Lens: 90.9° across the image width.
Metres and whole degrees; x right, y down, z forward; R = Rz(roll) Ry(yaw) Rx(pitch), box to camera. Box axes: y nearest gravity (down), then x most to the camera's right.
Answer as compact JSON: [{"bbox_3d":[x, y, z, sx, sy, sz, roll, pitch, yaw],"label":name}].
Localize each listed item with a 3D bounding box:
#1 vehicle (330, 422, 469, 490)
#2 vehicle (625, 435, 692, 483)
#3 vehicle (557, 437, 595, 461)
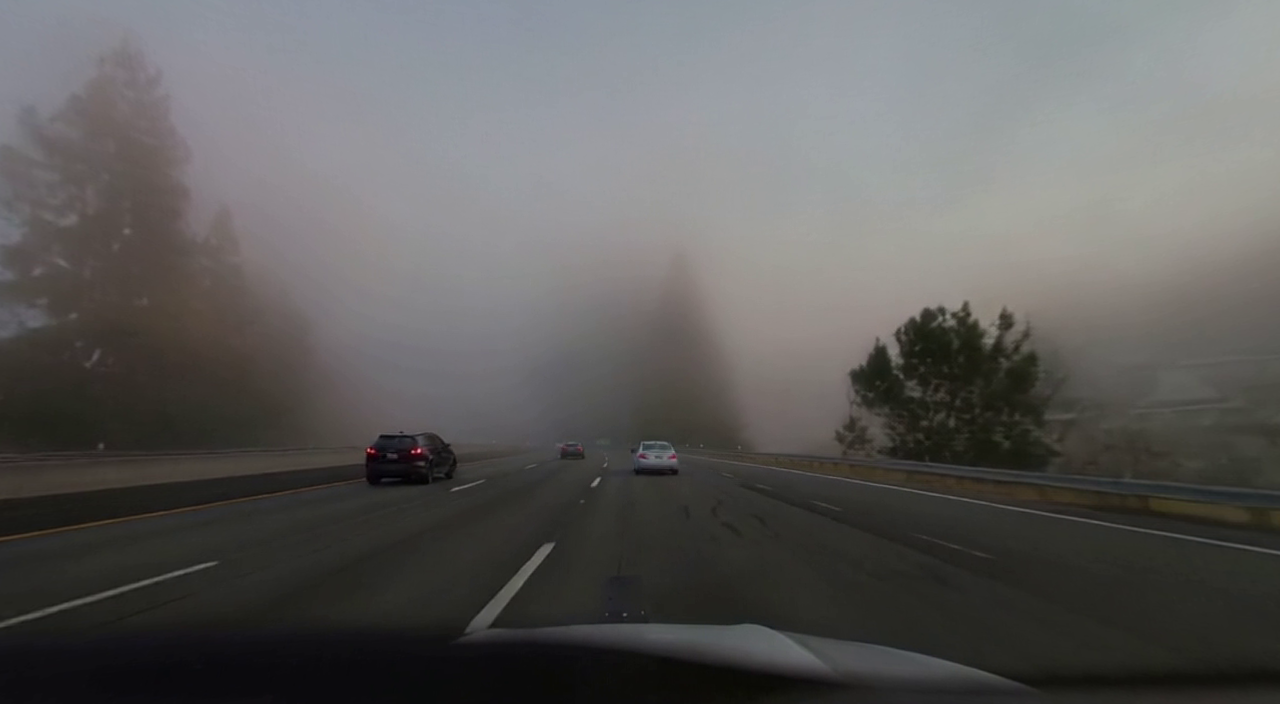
[{"bbox_3d":[-6.695,2.967,18.266,2.221,1.693,4.631,0,-9,0],"label":"vehicle"},{"bbox_3d":[0.532,3.618,21.532,2.051,1.444,3.927,0,-9,-1],"label":"vehicle"},{"bbox_3d":[-4.286,6.593,42.718,2.246,1.519,4.980,1,-9,-2],"label":"vehicle"}]
